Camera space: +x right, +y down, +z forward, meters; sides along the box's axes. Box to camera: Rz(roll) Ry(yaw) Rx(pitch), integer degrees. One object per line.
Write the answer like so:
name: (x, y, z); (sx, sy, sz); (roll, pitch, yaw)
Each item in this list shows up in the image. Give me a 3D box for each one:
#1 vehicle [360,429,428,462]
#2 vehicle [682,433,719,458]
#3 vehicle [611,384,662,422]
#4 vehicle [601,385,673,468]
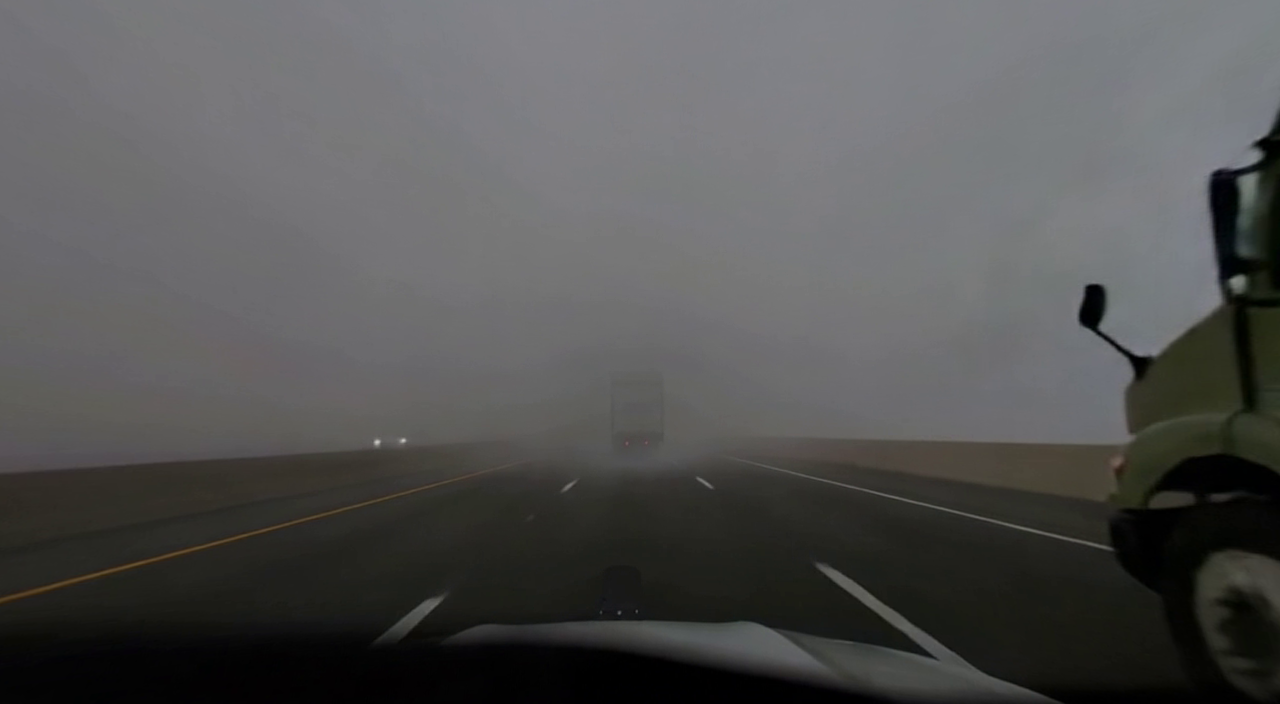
vehicle: (-14.645, 5.578, 37.751); (2.096, 1.872, 5.011); (0, -8, -1)
vehicle: (3.821, 5.934, 40.252); (1.910, 1.492, 4.324); (0, -8, -1)
vehicle: (-0.184, 2.343, 28.039); (2.112, 1.472, 4.240); (0, -8, -1)
vehicle: (-0.296, 3.944, 32.644); (2.953, 3.406, 13.372); (0, -7, -2)
